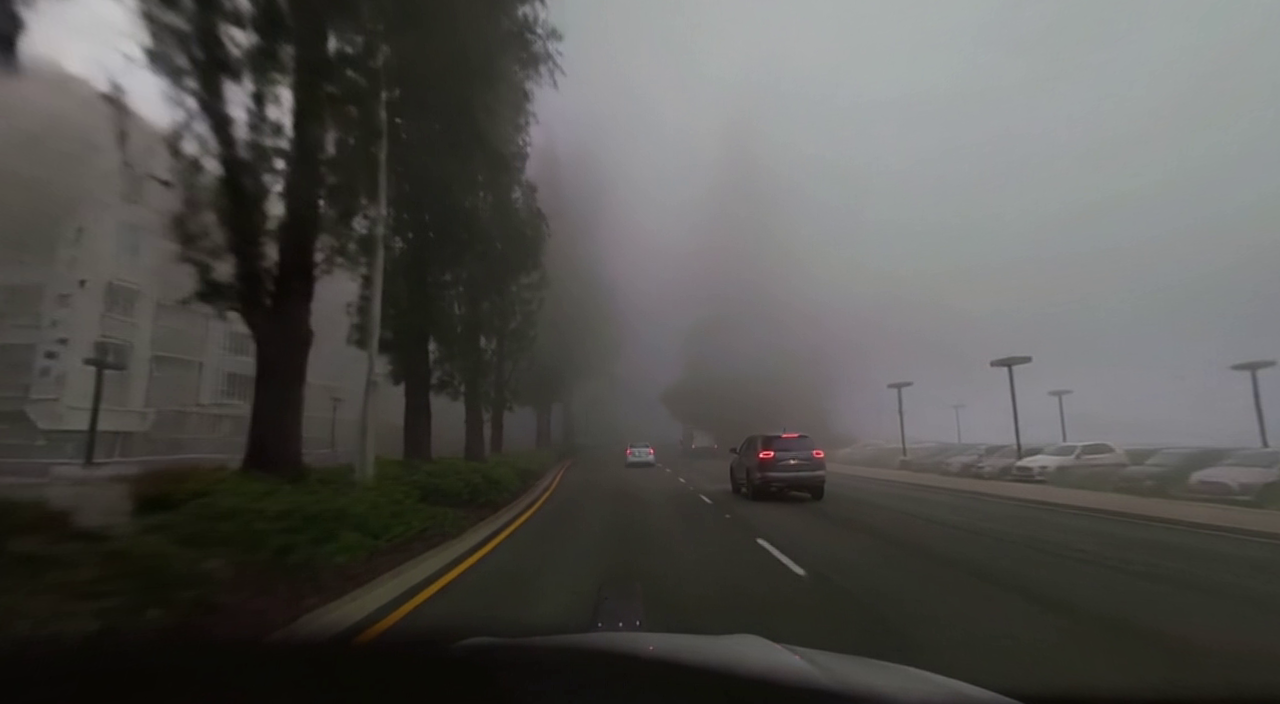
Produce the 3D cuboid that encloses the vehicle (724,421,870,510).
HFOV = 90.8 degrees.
[{"bbox_3d":[3.560,2.704,15.485,2.235,1.806,4.818,0,-9,-1],"label":"vehicle"}]

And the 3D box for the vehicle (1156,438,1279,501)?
[{"bbox_3d":[16.965,3.223,17.784,4.670,1.540,1.999,4,-10,-29],"label":"vehicle"}]

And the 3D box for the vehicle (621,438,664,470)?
[{"bbox_3d":[0.088,5.513,34.250,2.145,1.572,4.021,0,-9,-1],"label":"vehicle"}]
